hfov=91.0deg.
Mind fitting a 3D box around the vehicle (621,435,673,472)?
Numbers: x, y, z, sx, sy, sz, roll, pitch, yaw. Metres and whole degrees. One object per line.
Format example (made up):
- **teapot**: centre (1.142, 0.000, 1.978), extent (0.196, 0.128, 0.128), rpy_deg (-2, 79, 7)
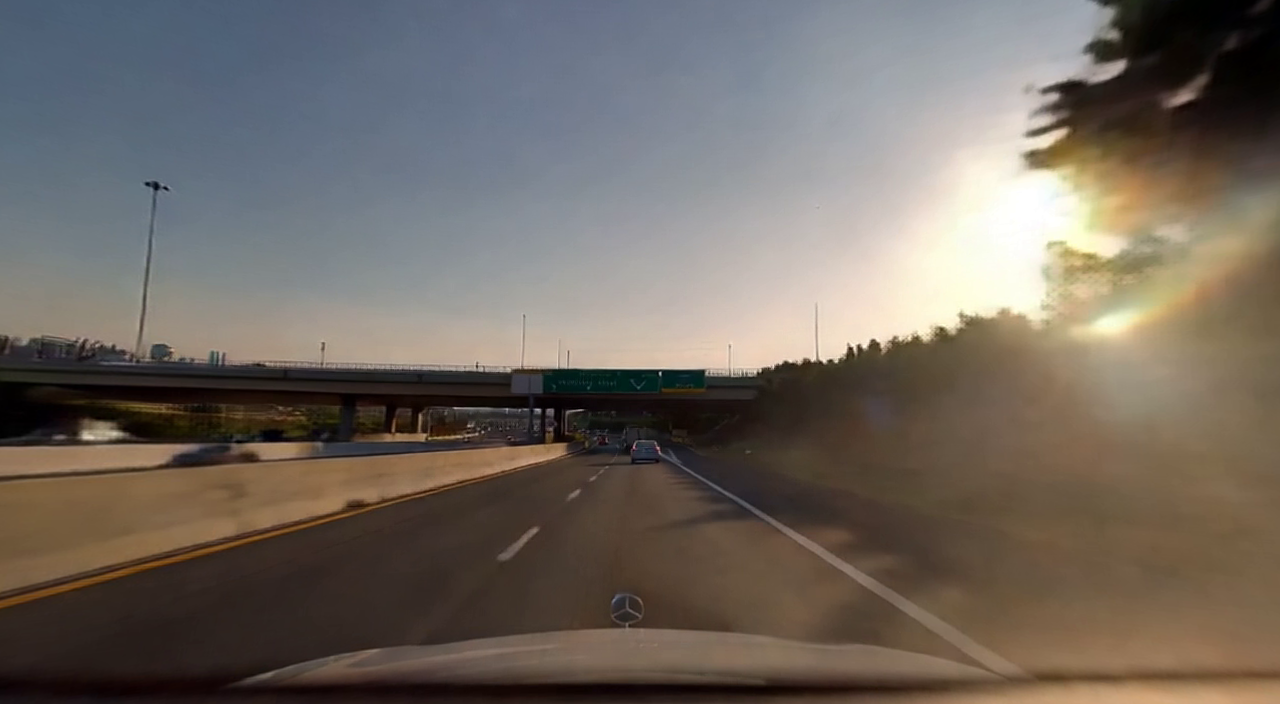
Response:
- **vehicle**: centre (0.311, 4.509, 28.116), extent (2.130, 1.512, 4.057), rpy_deg (0, -8, 0)
